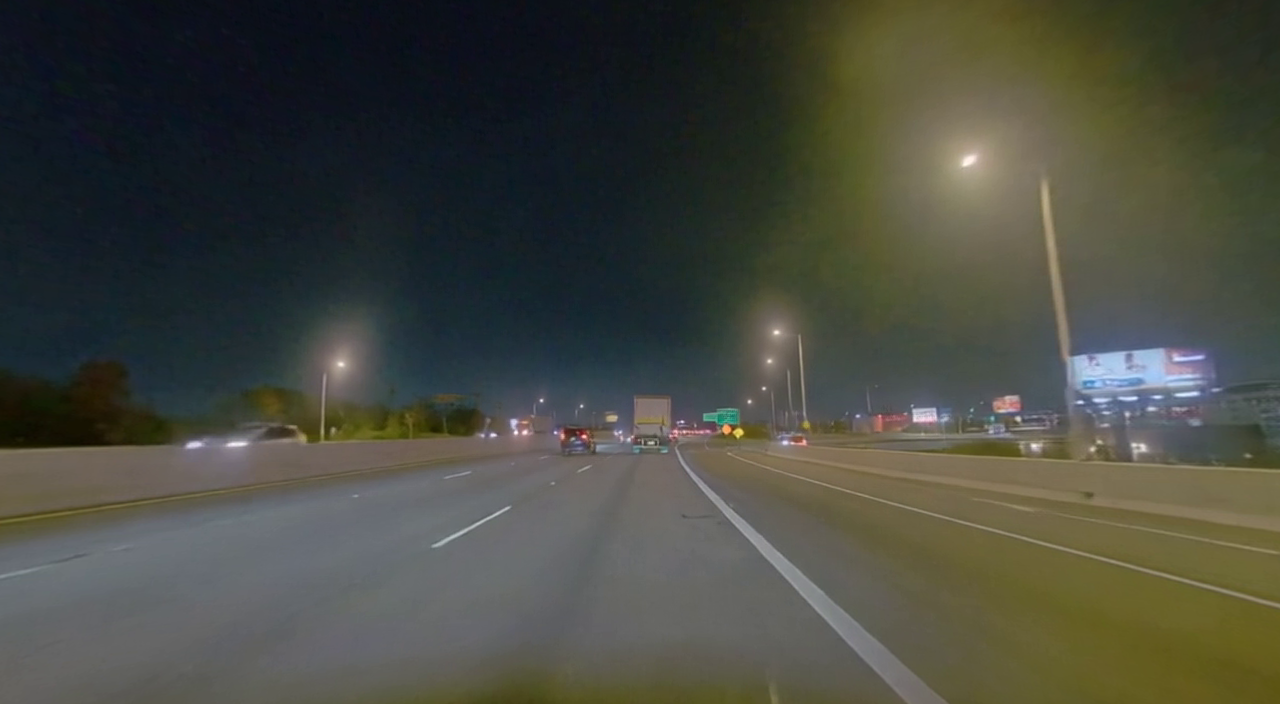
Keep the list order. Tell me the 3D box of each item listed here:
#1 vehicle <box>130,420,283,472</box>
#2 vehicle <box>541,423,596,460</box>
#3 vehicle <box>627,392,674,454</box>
[{"bbox_3d":[-16.321,3.571,24.115,2.110,1.785,5.023,0,-8,2],"label":"vehicle"},{"bbox_3d":[-3.654,4.667,32.916,2.119,1.787,4.655,0,-8,3],"label":"vehicle"},{"bbox_3d":[0.764,5.357,46.318,3.024,4.019,10.605,0,-8,1],"label":"vehicle"}]
